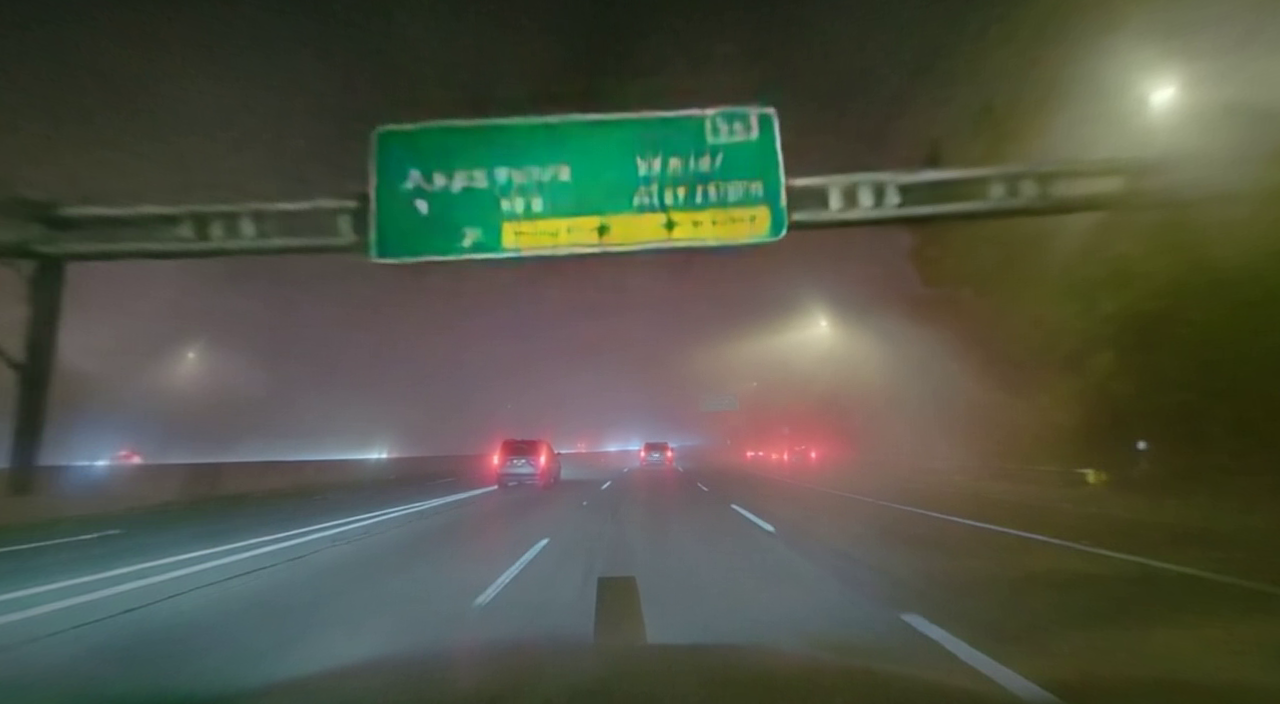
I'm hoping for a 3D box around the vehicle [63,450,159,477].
[{"bbox_3d":[-38.832,8.153,46.435,2.157,1.854,5.192,-1,-9,6],"label":"vehicle"}]

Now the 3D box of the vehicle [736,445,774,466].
[{"bbox_3d":[8.571,7.751,47.229,2.005,1.456,4.287,0,-9,0],"label":"vehicle"}]

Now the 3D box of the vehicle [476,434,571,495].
[{"bbox_3d":[-3.675,3.644,20.746,2.142,1.759,4.297,0,-9,2],"label":"vehicle"}]

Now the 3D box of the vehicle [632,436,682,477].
[{"bbox_3d":[0.847,5.156,31.330,2.270,1.862,4.949,0,-9,1],"label":"vehicle"}]

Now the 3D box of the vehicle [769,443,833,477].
[{"bbox_3d":[7.753,5.225,30.668,1.936,1.480,4.373,0,-9,0],"label":"vehicle"}]
